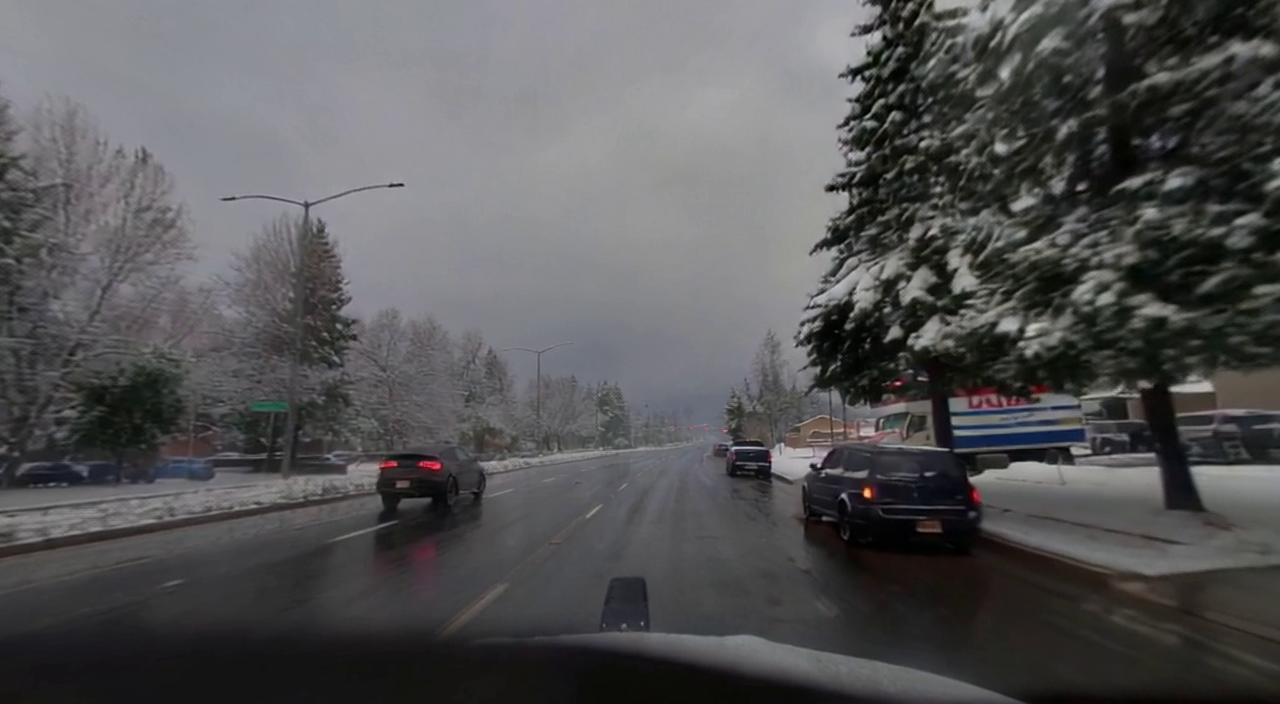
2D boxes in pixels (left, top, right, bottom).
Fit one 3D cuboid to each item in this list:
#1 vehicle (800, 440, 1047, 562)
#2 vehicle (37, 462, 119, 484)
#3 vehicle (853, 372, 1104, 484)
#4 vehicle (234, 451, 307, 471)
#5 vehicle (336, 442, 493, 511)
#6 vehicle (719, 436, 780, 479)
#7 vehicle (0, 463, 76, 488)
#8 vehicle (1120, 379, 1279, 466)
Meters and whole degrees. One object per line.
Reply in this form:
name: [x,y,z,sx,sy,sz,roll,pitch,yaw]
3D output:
vehicle: [3.873,2.068,9.610,1.849,1.393,4.377,0,-8,2]
vehicle: [-42.892,9.234,48.214,4.227,1.397,1.828,-1,-10,-12]
vehicle: [11.759,2.695,22.293,7.138,3.310,2.943,-2,-9,-9]
vehicle: [-29.101,8.597,49.720,4.481,1.441,1.960,2,-9,-8]
vehicle: [-5.471,3.054,16.091,2.060,1.473,4.645,0,-8,3]
vehicle: [4.696,4.591,27.714,2.064,1.697,4.718,0,-8,3]
vehicle: [-42.674,8.542,43.802,4.603,1.577,2.157,1,-8,-8]
vehicle: [23.631,2.775,24.829,7.126,3.124,2.933,0,-9,-6]
